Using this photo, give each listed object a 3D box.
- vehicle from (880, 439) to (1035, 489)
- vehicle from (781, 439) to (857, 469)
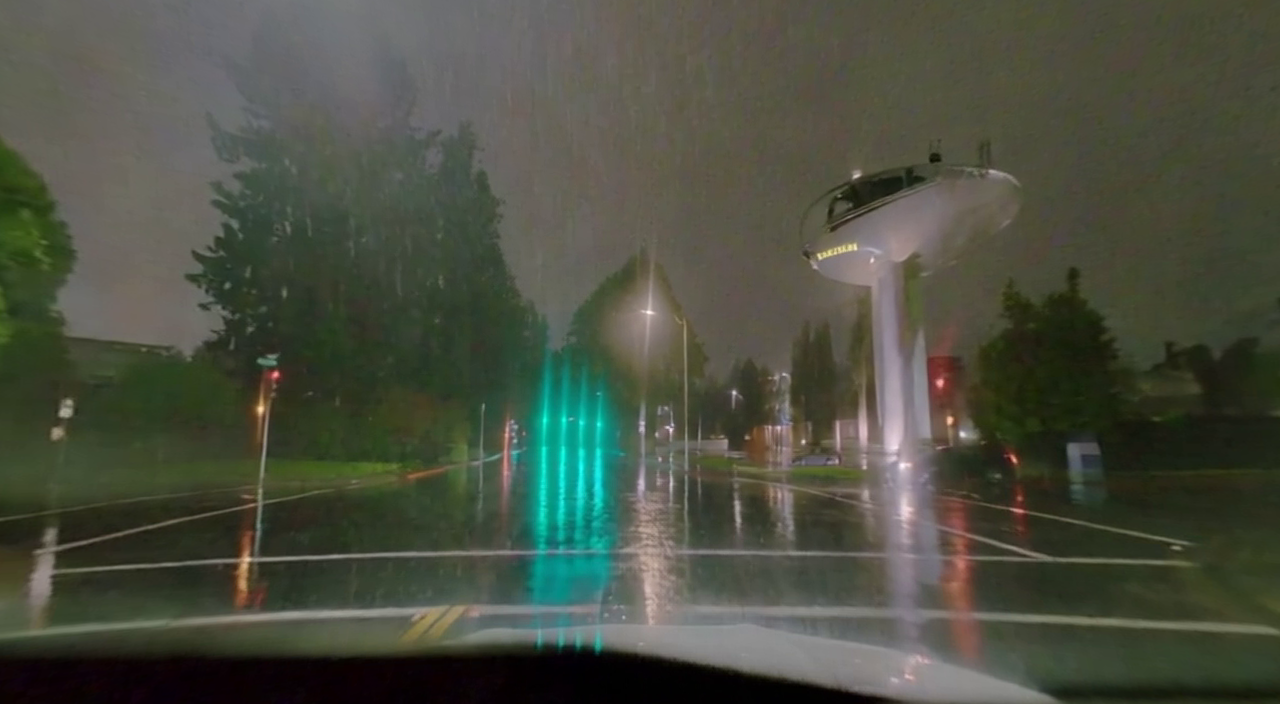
[{"bbox_3d":[11.086,3.920,22.190,4.448,1.637,1.881,0,-8,3],"label":"vehicle"},{"bbox_3d":[8.603,4.871,30.192,3.191,1.365,1.458,-5,-9,33],"label":"vehicle"}]
